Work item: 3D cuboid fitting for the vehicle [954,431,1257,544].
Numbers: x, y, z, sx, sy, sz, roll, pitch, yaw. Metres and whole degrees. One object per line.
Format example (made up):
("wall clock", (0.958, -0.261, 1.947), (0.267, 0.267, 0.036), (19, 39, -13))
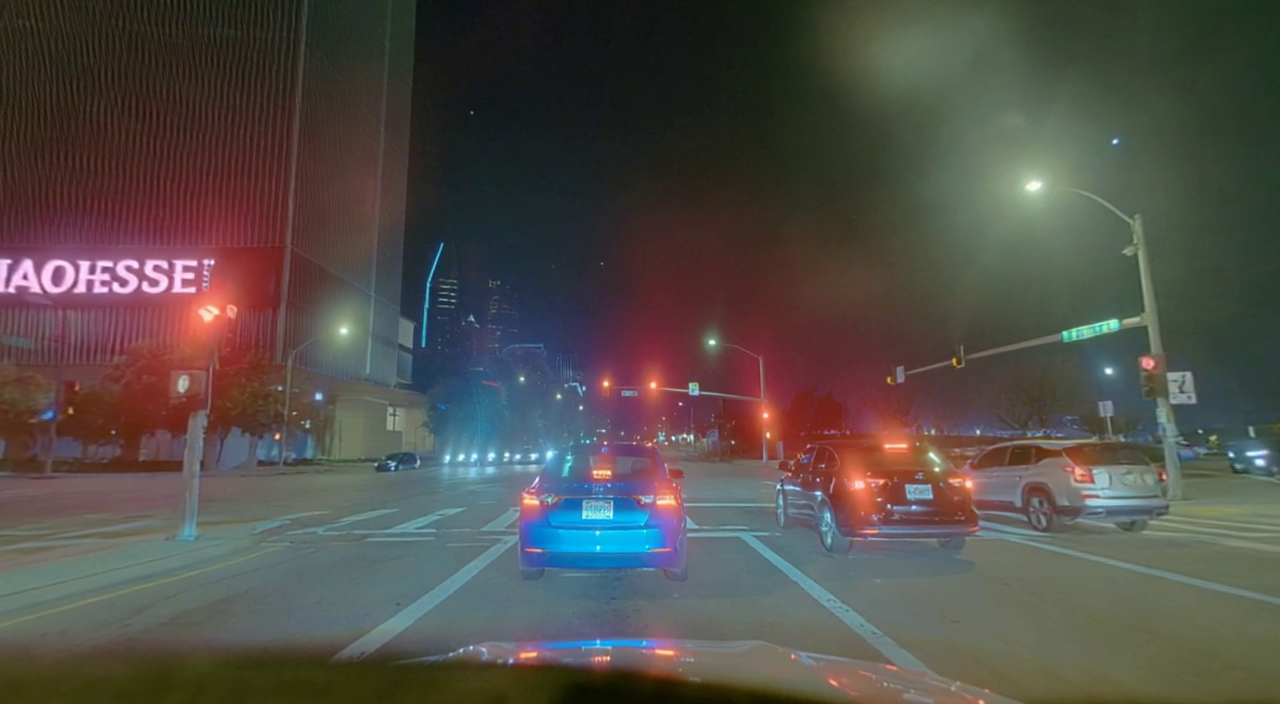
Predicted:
("vehicle", (7.451, 2.166, 10.788), (1.908, 1.517, 4.182), (0, -8, -1))

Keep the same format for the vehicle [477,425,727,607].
("vehicle", (-0.362, 1.655, 7.292), (2.059, 1.477, 3.988), (0, -8, -1))

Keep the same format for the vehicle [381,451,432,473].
("vehicle", (-17.038, 8.027, 46.307), (2.048, 1.463, 4.530), (0, -8, -1))

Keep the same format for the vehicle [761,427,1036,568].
("vehicle", (3.221, 1.889, 8.973), (2.042, 1.508, 4.109), (0, -8, -2))
